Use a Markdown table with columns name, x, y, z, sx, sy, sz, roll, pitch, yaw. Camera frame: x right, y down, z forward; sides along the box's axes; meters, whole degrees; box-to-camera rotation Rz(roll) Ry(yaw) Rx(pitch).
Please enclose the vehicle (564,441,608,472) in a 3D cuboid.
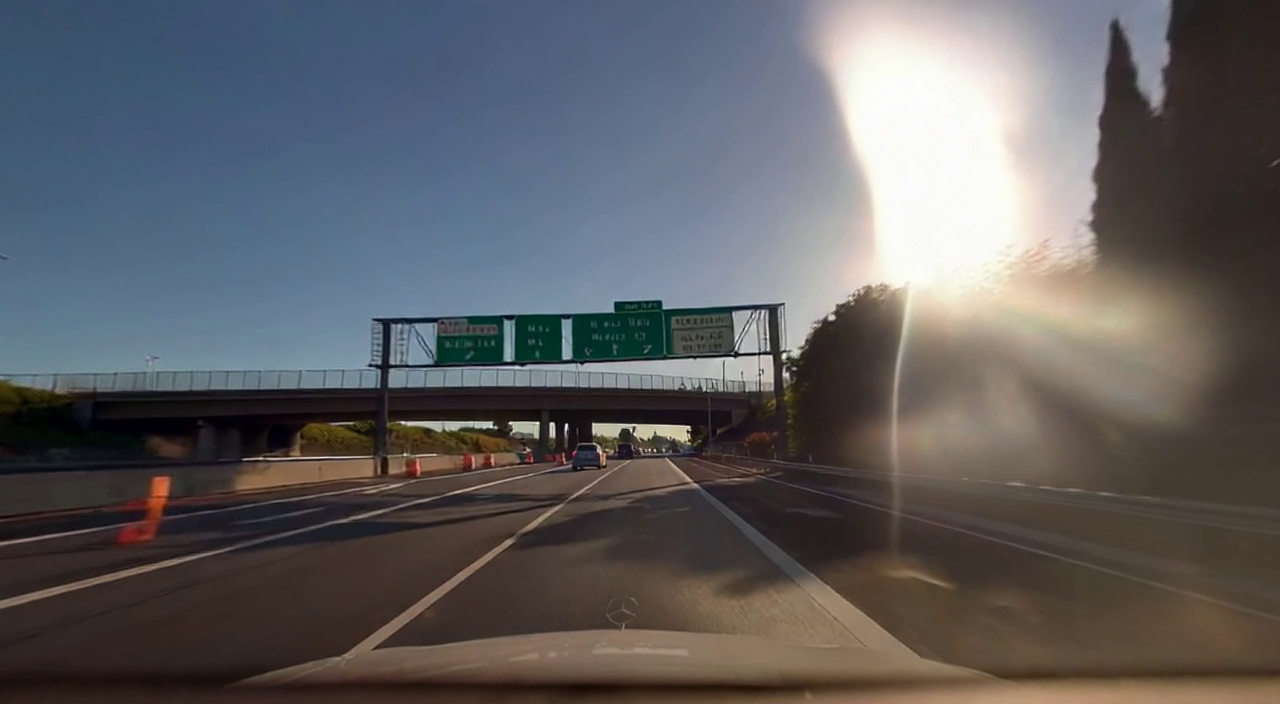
| name | x | y | z | sx | sy | sz | roll | pitch | yaw |
| --- | --- | --- | --- | --- | --- | --- | --- | --- | --- |
| vehicle | -3.010 | 5.900 | 35.682 | 2.078 | 1.629 | 4.059 | -1 | -8 | 1 |
